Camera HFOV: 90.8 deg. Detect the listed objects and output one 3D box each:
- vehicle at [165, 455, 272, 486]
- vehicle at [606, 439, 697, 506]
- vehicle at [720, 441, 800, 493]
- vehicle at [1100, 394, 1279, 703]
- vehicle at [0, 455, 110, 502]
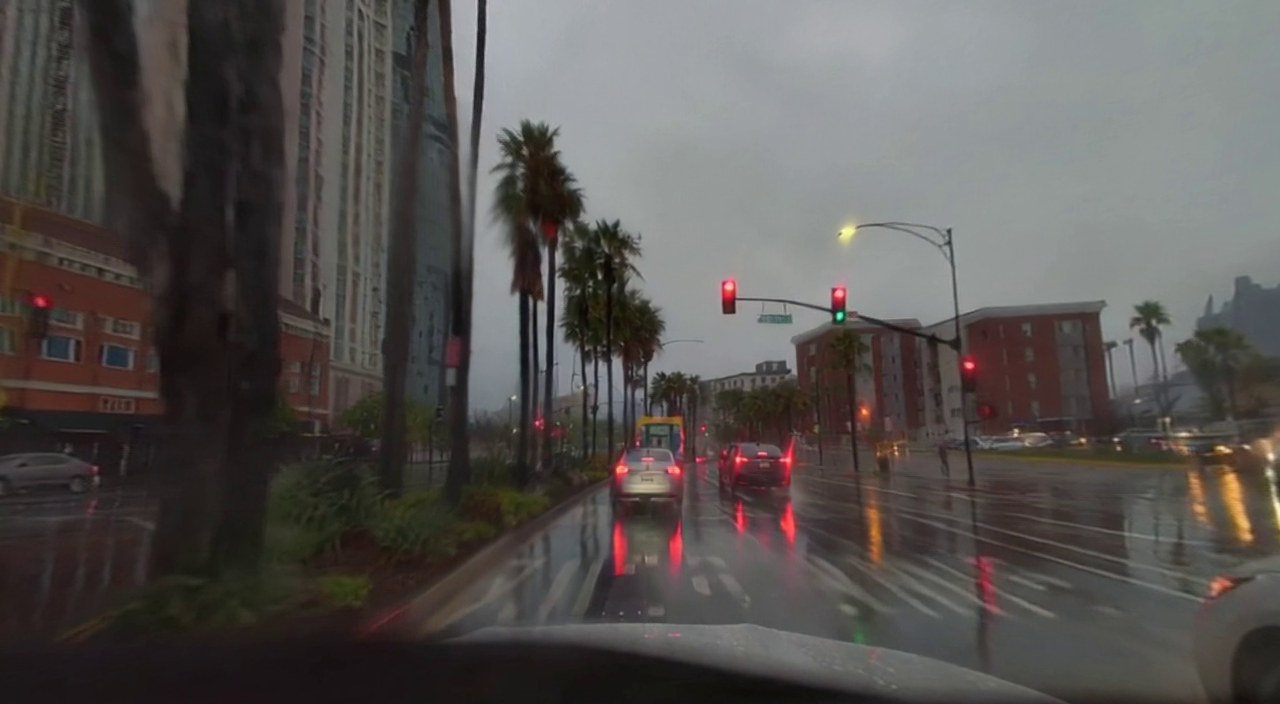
[{"bbox_3d":[-22.163,6.223,33.472,1.809,1.472,4.601,-2,-9,13],"label":"vehicle"},{"bbox_3d":[0.299,3.009,16.181,2.048,1.503,3.681,0,-9,1],"label":"vehicle"},{"bbox_3d":[3.742,3.633,20.328,1.909,1.500,3.524,0,-9,1],"label":"vehicle"},{"bbox_3d":[3.519,0.723,1.239,1.920,1.490,4.417,0,-9,1],"label":"vehicle"},{"bbox_3d":[-21.613,4.348,21.935,1.844,1.478,4.618,-2,-9,13],"label":"vehicle"}]
